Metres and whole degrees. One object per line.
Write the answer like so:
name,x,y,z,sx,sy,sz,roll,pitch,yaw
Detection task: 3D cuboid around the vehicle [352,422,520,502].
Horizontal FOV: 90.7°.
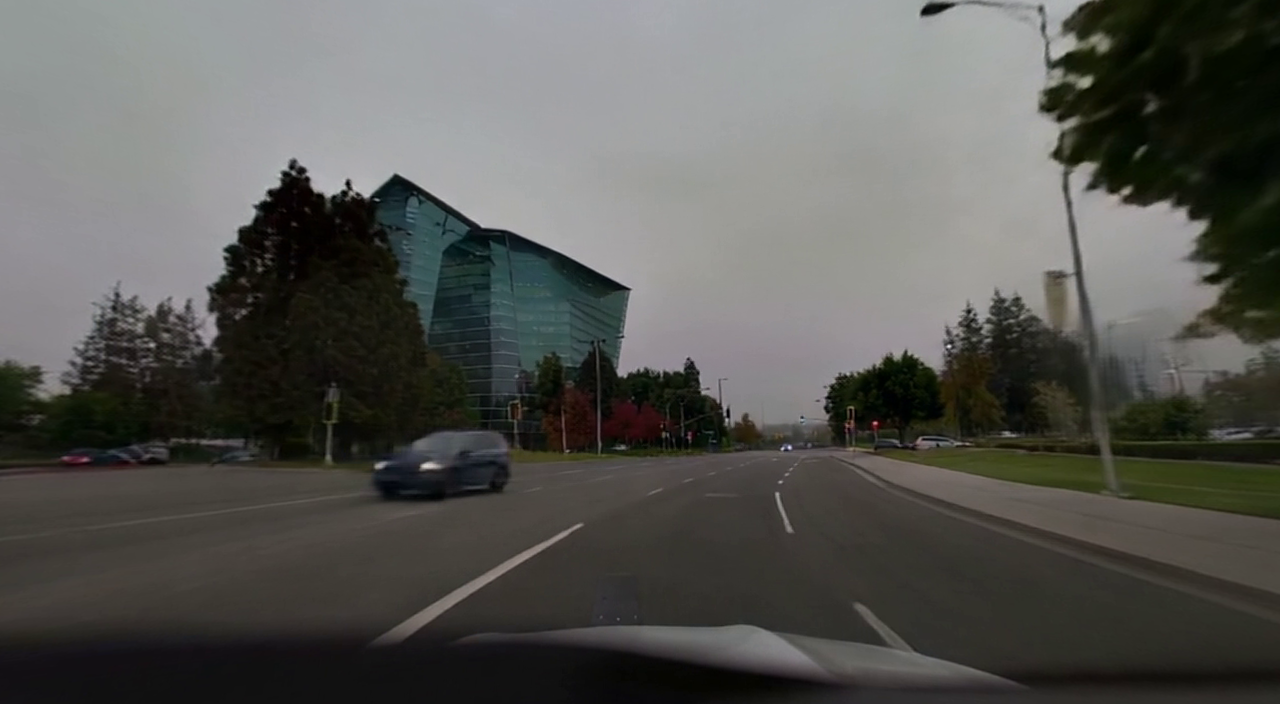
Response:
vehicle,-4.882,2.733,16.043,2.117,1.683,4.565,-2,-9,10

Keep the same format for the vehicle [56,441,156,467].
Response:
vehicle,-39.267,7.520,46.735,1.981,1.755,5.271,-1,-9,15
